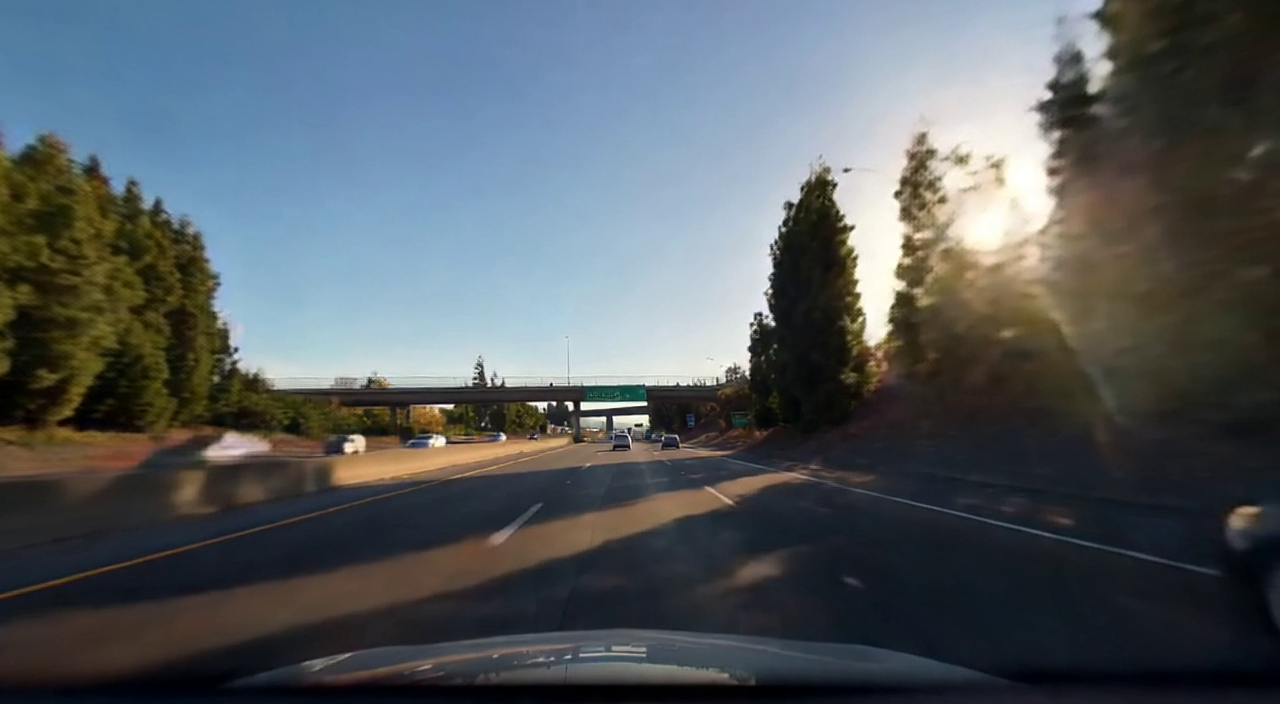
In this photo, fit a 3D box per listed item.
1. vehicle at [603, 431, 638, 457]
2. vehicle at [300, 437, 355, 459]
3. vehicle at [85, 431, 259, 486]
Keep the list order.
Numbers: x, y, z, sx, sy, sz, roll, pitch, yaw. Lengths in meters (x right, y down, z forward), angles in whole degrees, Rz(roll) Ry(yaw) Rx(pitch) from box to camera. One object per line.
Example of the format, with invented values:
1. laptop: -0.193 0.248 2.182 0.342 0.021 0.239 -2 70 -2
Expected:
1. vehicle: -1.174 5.516 37.983 1.987 1.440 3.565 0 -8 -2
2. vehicle: -21.825 6.709 44.213 1.765 1.443 4.424 0 -8 -2
3. vehicle: -13.737 3.125 18.938 1.847 1.443 4.446 0 -8 -1
